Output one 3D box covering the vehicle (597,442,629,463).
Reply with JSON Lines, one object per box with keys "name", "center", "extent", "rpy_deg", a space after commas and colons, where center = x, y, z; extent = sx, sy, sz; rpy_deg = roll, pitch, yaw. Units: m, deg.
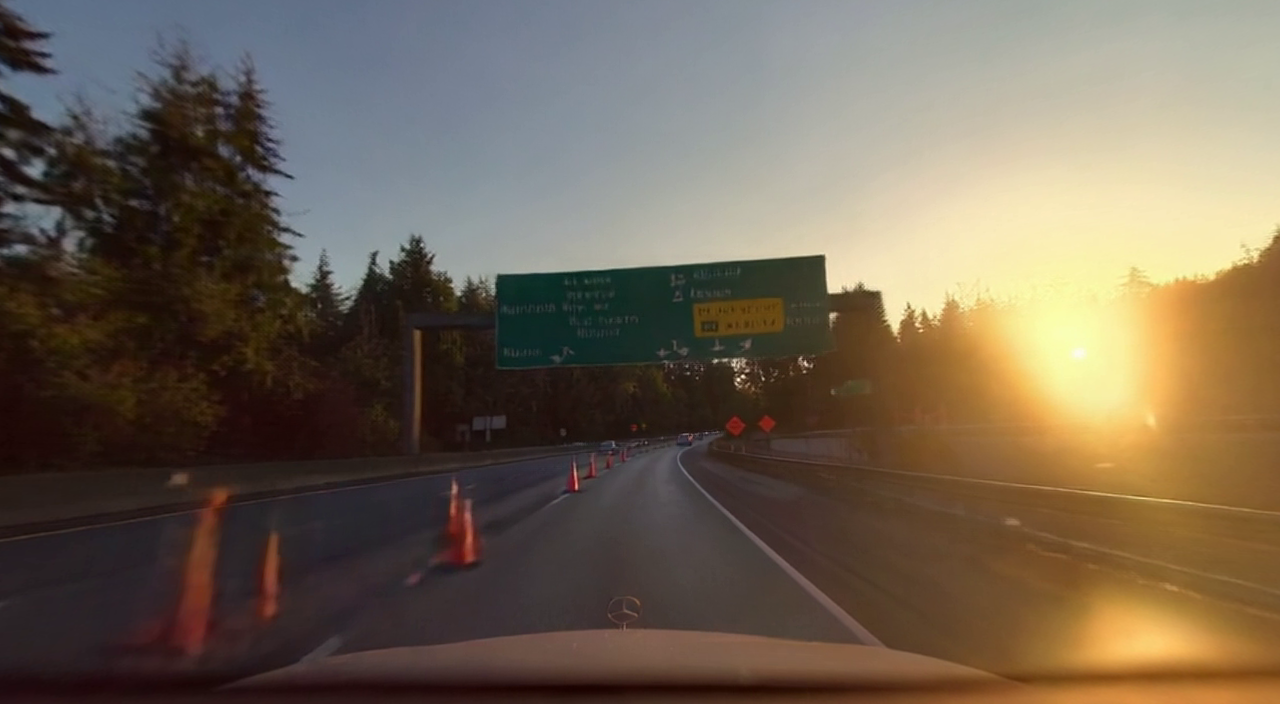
{"name": "vehicle", "center": [-2.013, 7.574, 47.650], "extent": [2.118, 1.475, 4.263], "rpy_deg": [-1, -8, 2]}
